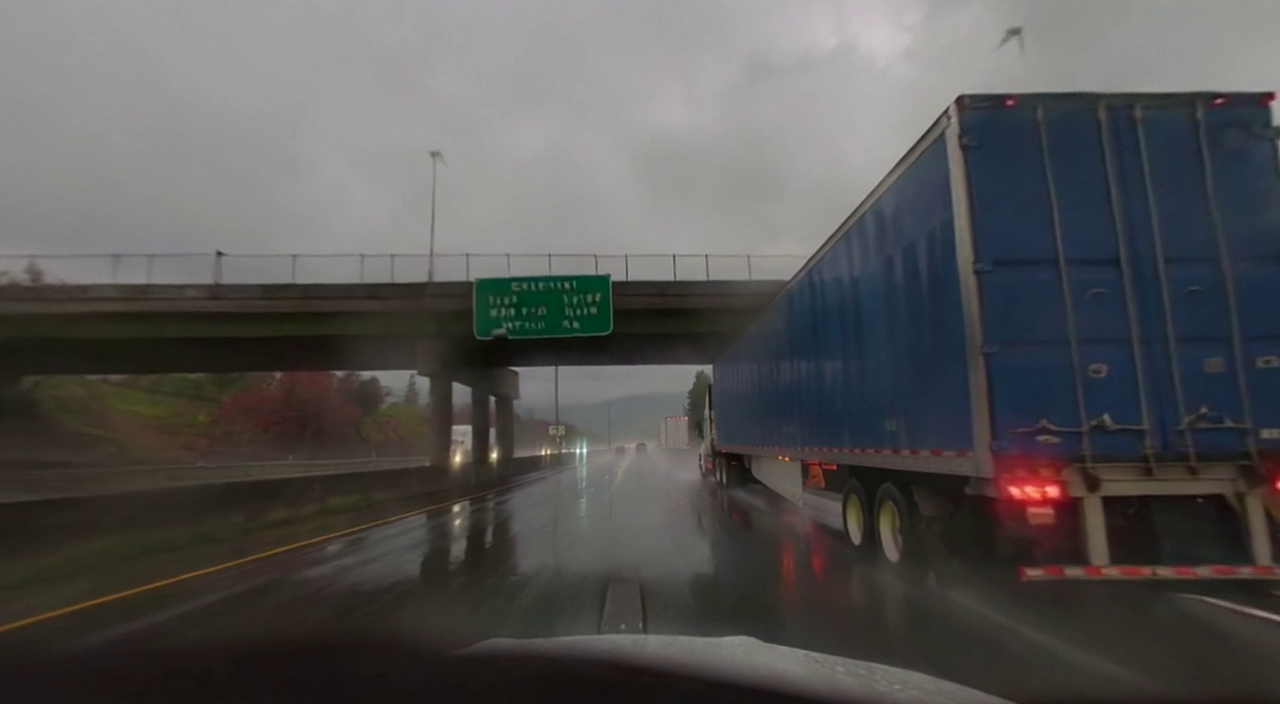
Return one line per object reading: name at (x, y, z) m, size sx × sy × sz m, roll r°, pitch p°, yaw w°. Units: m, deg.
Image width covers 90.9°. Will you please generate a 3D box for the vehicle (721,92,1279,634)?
vehicle at (3.922, 1.037, 11.702) m, size 2.825 × 4.054 × 14.210 m, roll 0°, pitch -9°, yaw -1°
